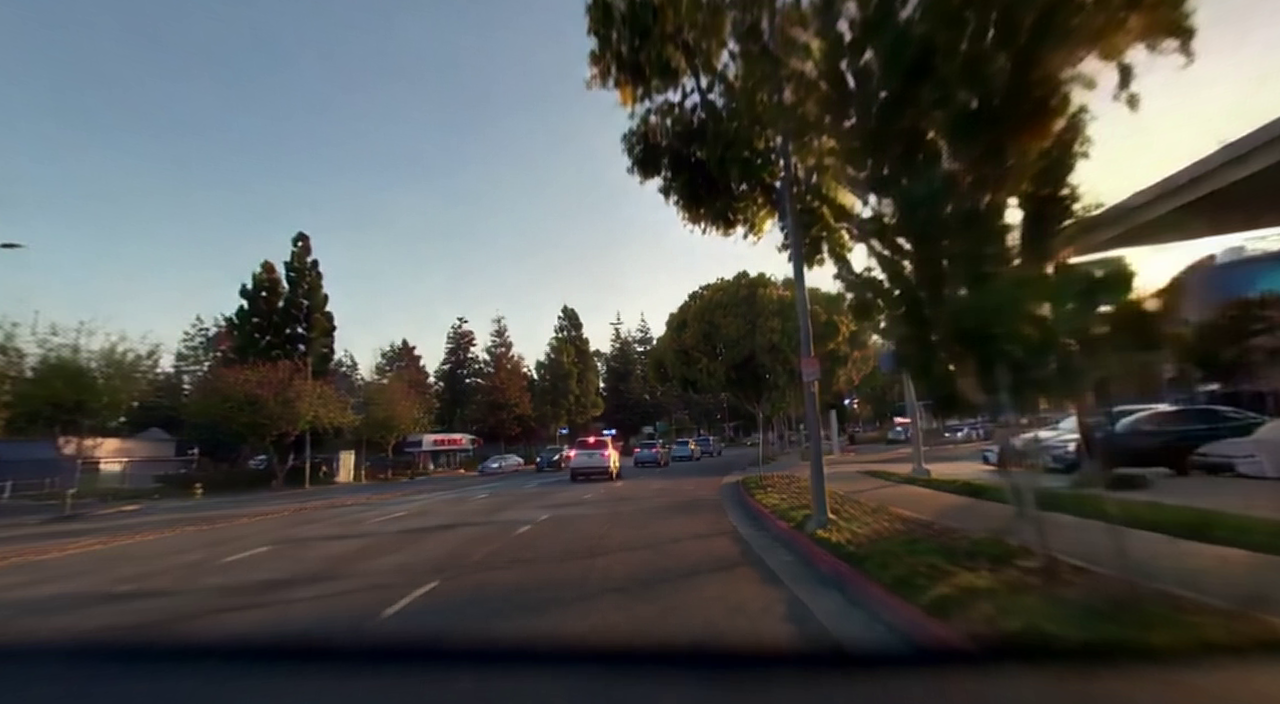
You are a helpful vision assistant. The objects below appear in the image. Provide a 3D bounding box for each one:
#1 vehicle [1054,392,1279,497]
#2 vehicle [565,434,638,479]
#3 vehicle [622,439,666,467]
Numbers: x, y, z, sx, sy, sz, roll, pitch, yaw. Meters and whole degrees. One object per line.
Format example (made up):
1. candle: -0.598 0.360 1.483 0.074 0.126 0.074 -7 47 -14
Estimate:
1. vehicle: 11.946 1.941 13.647 4.408 1.682 2.040 -7 -9 0
2. vehicle: -1.599 4.631 28.141 2.168 1.783 4.695 -2 -9 10
3. vehicle: 0.311 6.275 39.383 2.002 1.664 4.113 -2 -9 12
